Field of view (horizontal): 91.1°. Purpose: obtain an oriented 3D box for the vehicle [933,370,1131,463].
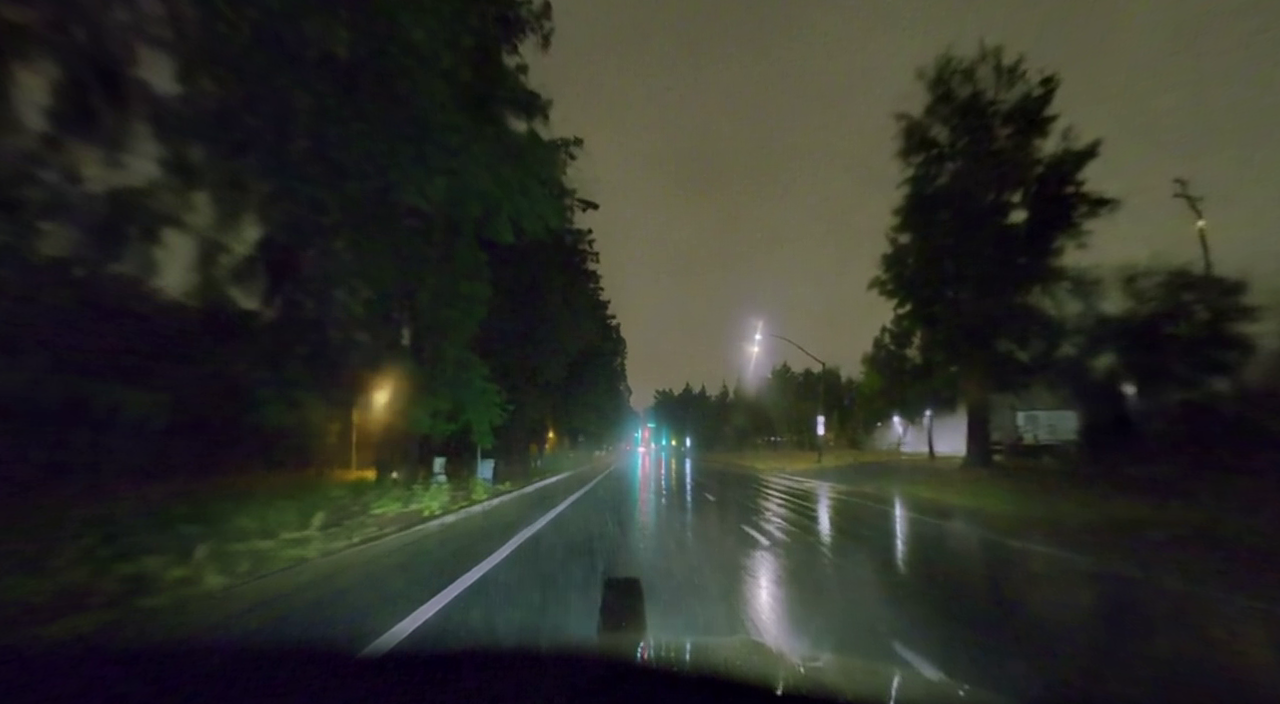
[{"bbox_3d":[16.989,3.129,28.410,2.826,3.500,9.295,0,-9,0],"label":"vehicle"}]
